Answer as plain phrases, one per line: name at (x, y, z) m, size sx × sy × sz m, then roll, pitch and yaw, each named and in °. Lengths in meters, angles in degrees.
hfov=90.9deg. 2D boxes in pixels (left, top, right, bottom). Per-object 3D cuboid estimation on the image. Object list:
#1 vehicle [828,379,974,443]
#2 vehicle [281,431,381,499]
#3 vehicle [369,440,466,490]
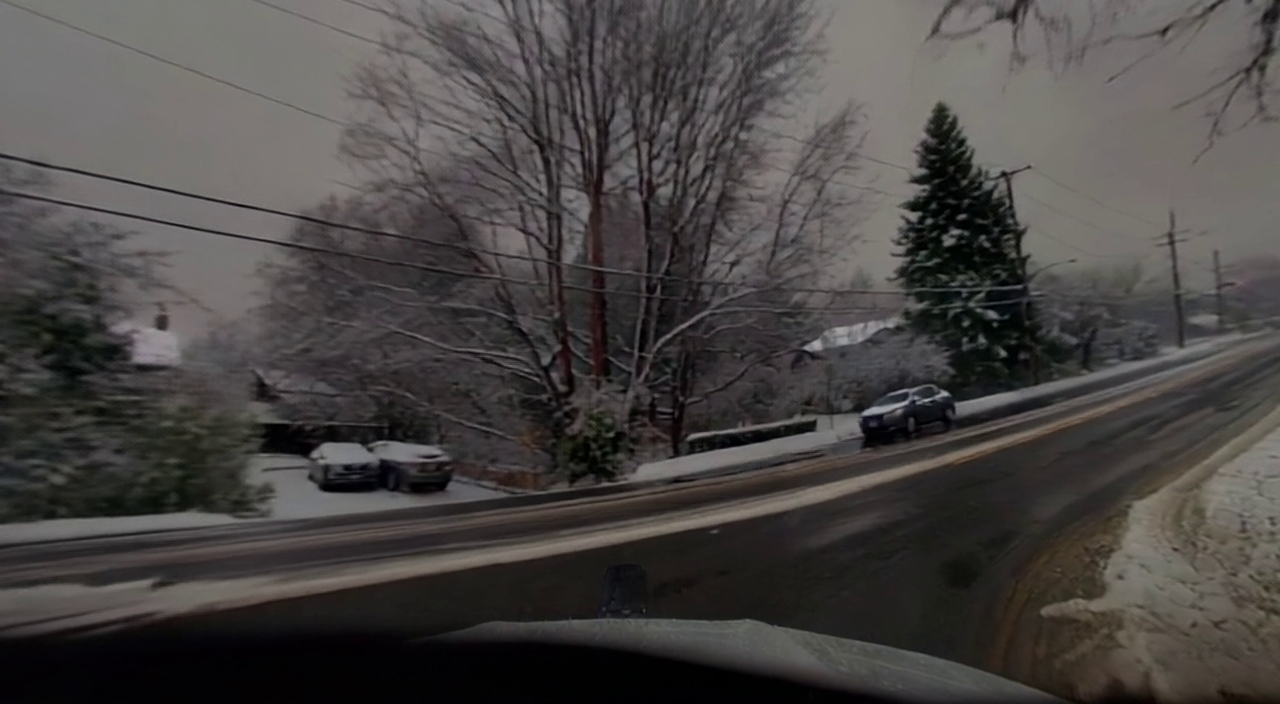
vehicle at (9.242, 2.030, 22.127) m, size 5.289 × 1.595 × 2.032 m, roll -2°, pitch -8°, yaw -36°
vehicle at (-11.761, 4.185, 23.761) m, size 2.413 × 1.838 × 4.977 m, roll 11°, pitch -7°, yaw -34°
vehicle at (-8.975, 4.447, 25.179) m, size 2.216 × 1.728 × 5.118 m, roll 6°, pitch -11°, yaw -35°
